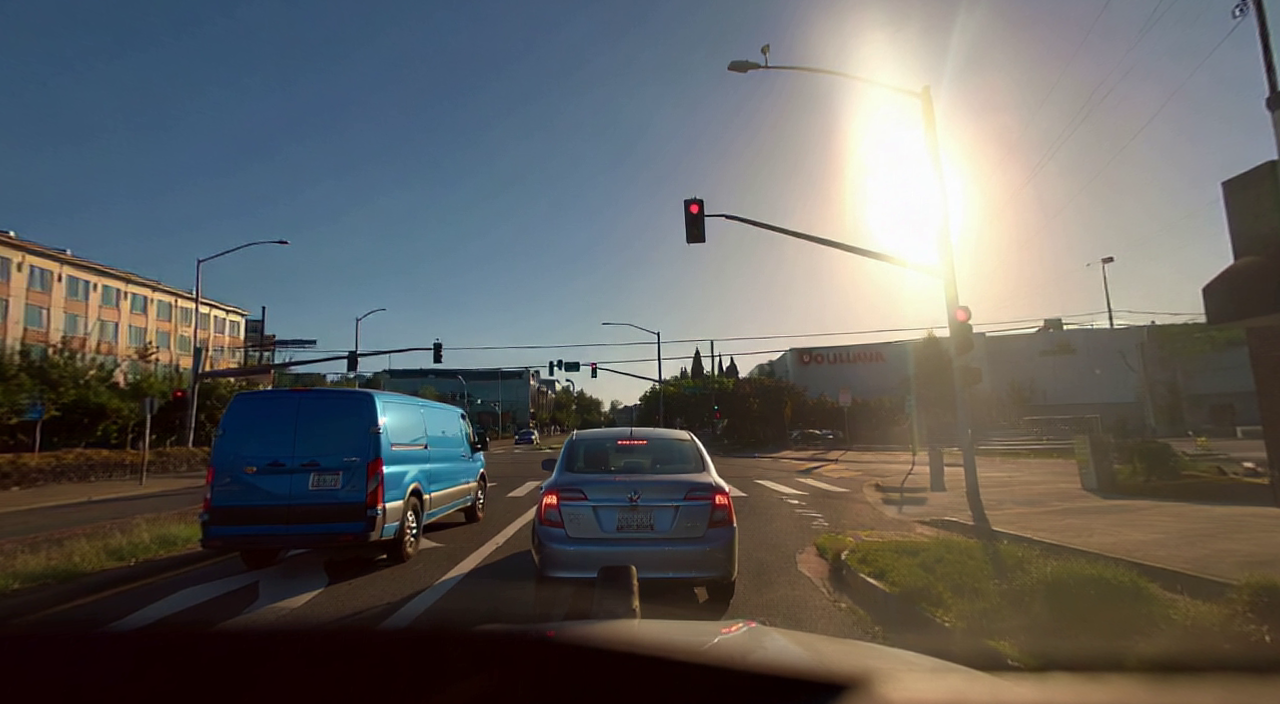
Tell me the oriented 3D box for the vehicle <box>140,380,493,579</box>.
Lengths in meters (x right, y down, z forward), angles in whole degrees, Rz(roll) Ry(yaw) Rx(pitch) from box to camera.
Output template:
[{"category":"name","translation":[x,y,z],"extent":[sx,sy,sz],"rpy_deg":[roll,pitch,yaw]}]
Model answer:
[{"category":"vehicle","translation":[-3.585,1.513,8.421],"extent":[2.076,1.820,5.100],"rpy_deg":[0,-8,-1]}]

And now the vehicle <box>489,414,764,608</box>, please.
[{"category":"vehicle","translation":[-0.110,1.466,6.775],"extent":[2.064,1.452,3.942],"rpy_deg":[0,-8,0]}]
